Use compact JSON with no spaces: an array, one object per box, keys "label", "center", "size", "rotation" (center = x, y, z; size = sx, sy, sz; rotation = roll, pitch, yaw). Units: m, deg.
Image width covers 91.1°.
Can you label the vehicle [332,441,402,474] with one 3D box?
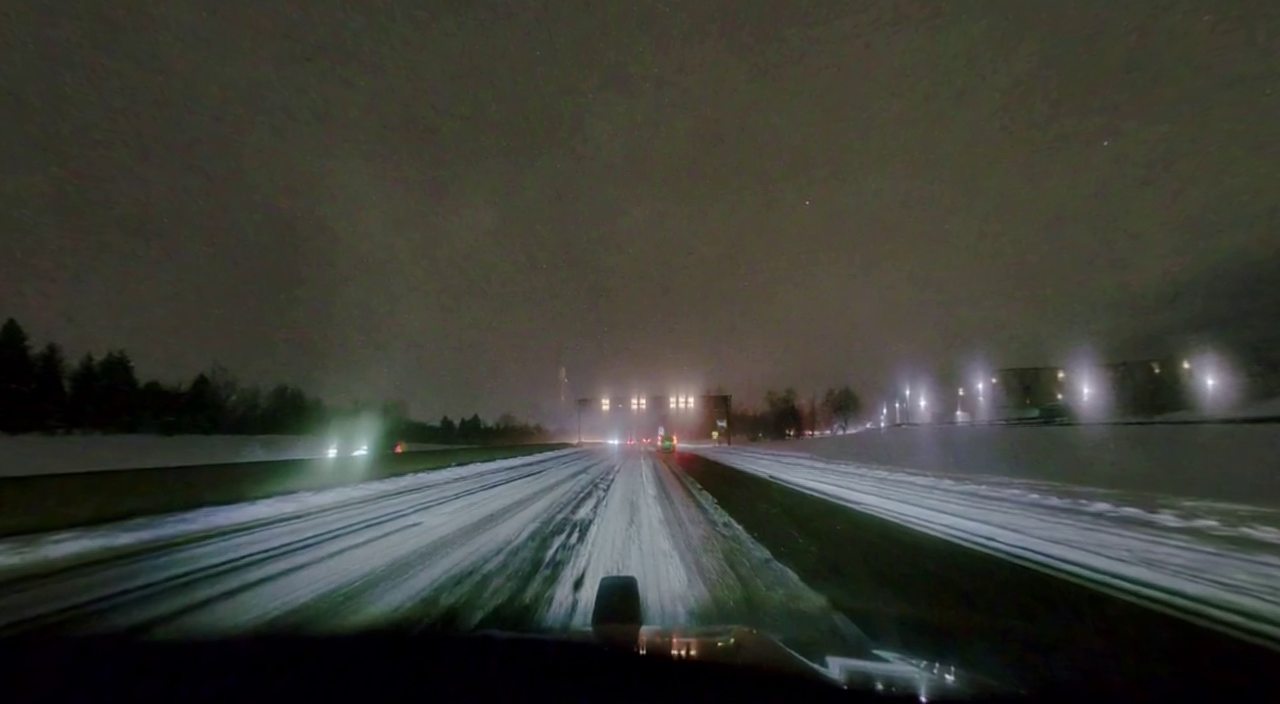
[{"label":"vehicle","center":[-13.253,5.124,30.758],"size":[1.813,1.459,3.871],"rotation":[0,-8,-2]}]
